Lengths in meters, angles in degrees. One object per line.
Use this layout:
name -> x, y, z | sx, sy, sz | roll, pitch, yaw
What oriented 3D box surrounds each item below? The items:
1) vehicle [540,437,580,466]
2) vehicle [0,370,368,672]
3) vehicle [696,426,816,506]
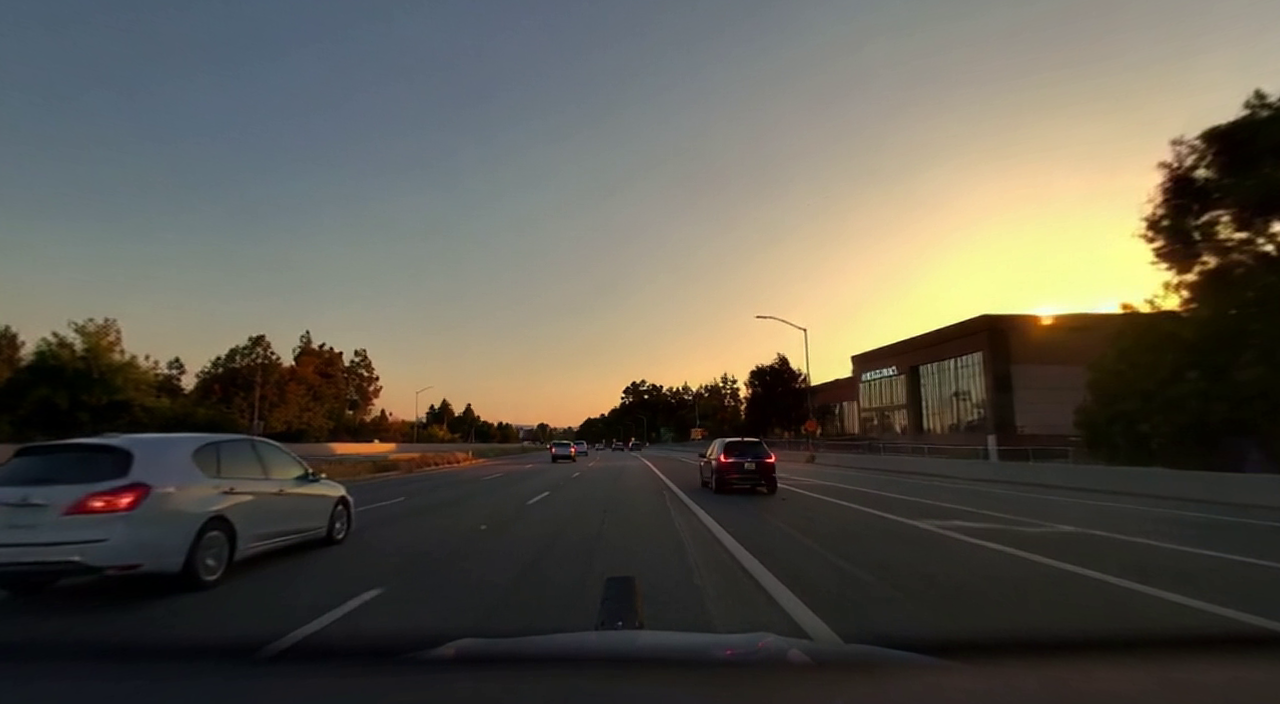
vehicle -> -5.189, 6.556, 41.748 | 2.160, 1.794, 4.646 | 0, -8, -2
vehicle -> -4.798, 1.334, 6.164 | 2.176, 1.779, 4.755 | 0, -8, 0
vehicle -> 2.654, 2.732, 15.576 | 1.997, 1.686, 4.247 | 0, -8, -2
